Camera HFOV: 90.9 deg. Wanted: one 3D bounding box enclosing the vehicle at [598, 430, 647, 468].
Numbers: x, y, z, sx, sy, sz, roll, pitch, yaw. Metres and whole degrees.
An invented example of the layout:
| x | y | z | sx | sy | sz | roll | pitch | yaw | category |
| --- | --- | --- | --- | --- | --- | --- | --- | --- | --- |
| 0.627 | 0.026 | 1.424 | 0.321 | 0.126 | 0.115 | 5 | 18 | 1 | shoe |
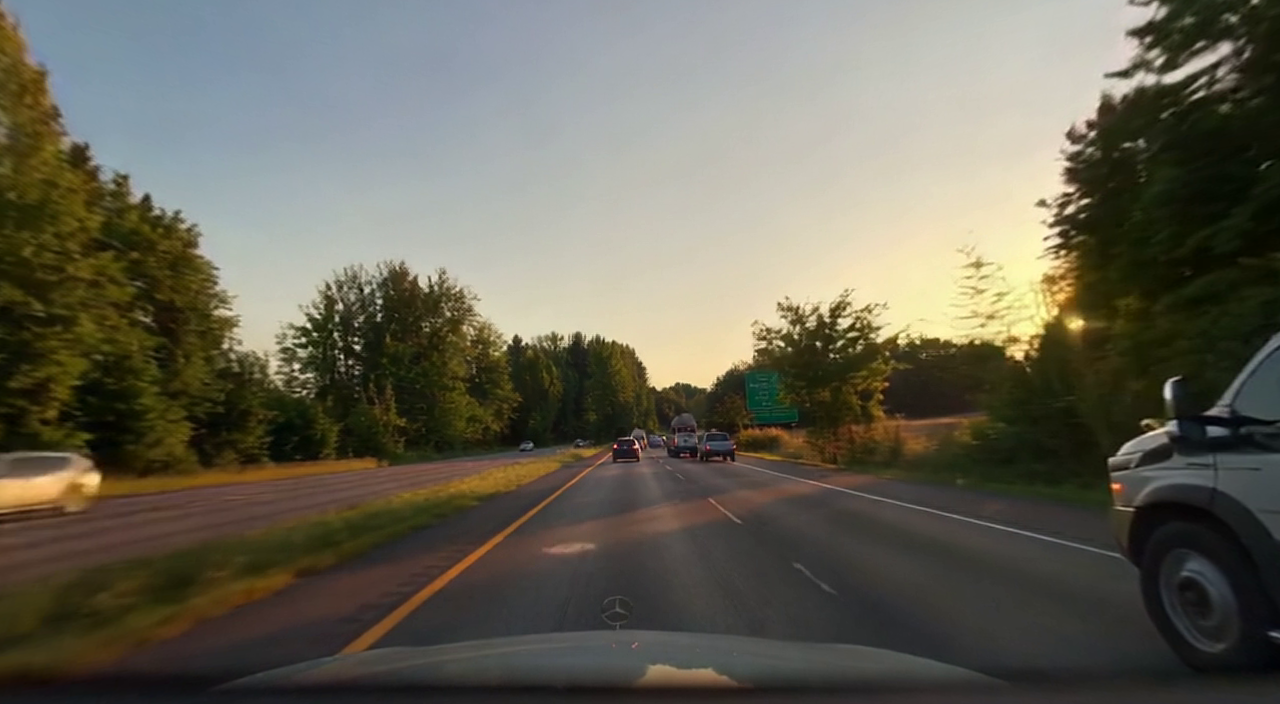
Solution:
| x | y | z | sx | sy | sz | roll | pitch | yaw | category |
| --- | --- | --- | --- | --- | --- | --- | --- | --- | --- |
| -0.814 | 4.632 | 30.509 | 2.206 | 1.681 | 4.111 | 0 | -7 | -1 | vehicle |

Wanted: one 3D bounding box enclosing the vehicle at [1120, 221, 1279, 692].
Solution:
| x | y | z | sx | sy | sz | roll | pitch | yaw | category |
| --- | --- | --- | --- | --- | --- | --- | --- | --- | --- |
| 4.612 | 0.283 | 1.276 | 2.452 | 2.444 | 5.972 | 0 | -7 | -1 | vehicle |

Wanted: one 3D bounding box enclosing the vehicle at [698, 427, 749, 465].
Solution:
| x | y | z | sx | sy | sz | roll | pitch | yaw | category |
| --- | --- | --- | --- | --- | --- | --- | --- | --- | --- |
| 4.379 | 4.976 | 33.646 | 2.073 | 1.905 | 4.023 | 0 | -7 | -2 | vehicle |

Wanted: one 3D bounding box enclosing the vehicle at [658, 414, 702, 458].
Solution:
| x | y | z | sx | sy | sz | roll | pitch | yaw | category |
| --- | --- | --- | --- | --- | --- | --- | --- | --- | --- |
| 2.949 | 6.461 | 48.498 | 2.728 | 3.053 | 7.708 | 0 | -7 | -1 | vehicle |
